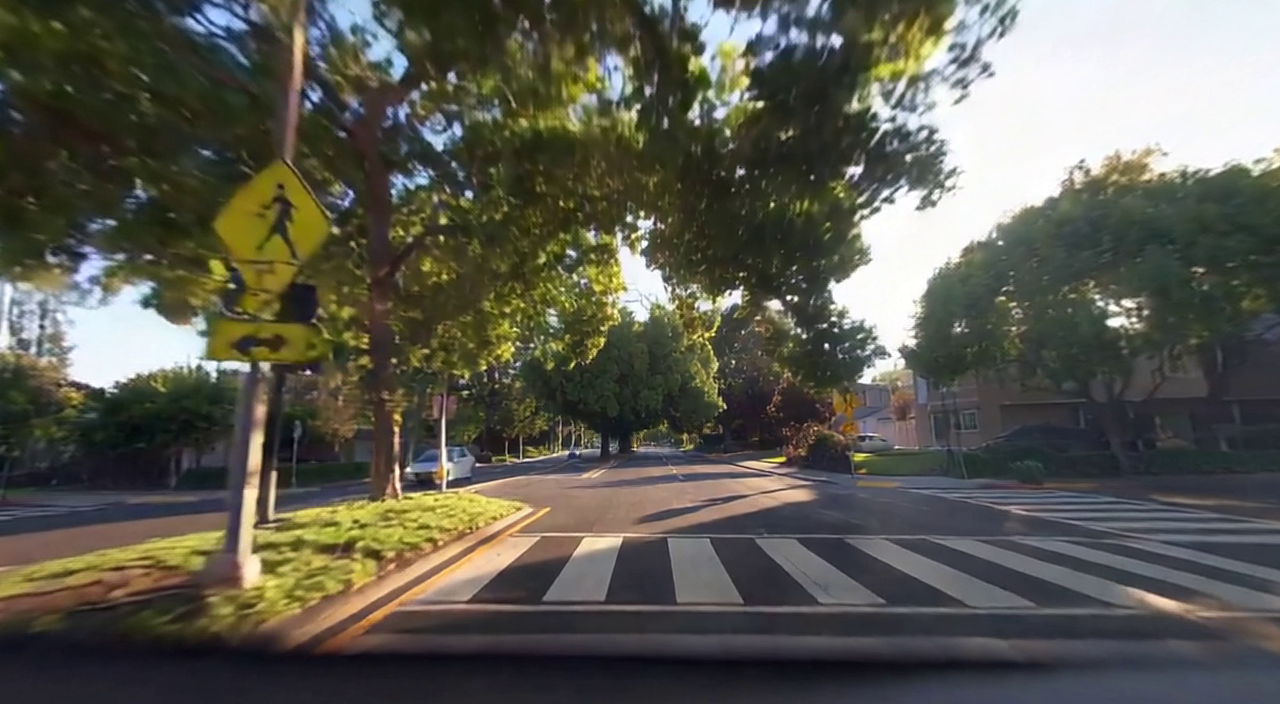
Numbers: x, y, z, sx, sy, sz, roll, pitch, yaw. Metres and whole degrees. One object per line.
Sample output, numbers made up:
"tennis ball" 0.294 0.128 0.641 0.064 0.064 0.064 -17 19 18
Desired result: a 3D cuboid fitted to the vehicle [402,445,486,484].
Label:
"vehicle" -7.941 4.572 26.006 1.900 1.472 4.574 0 -8 1
